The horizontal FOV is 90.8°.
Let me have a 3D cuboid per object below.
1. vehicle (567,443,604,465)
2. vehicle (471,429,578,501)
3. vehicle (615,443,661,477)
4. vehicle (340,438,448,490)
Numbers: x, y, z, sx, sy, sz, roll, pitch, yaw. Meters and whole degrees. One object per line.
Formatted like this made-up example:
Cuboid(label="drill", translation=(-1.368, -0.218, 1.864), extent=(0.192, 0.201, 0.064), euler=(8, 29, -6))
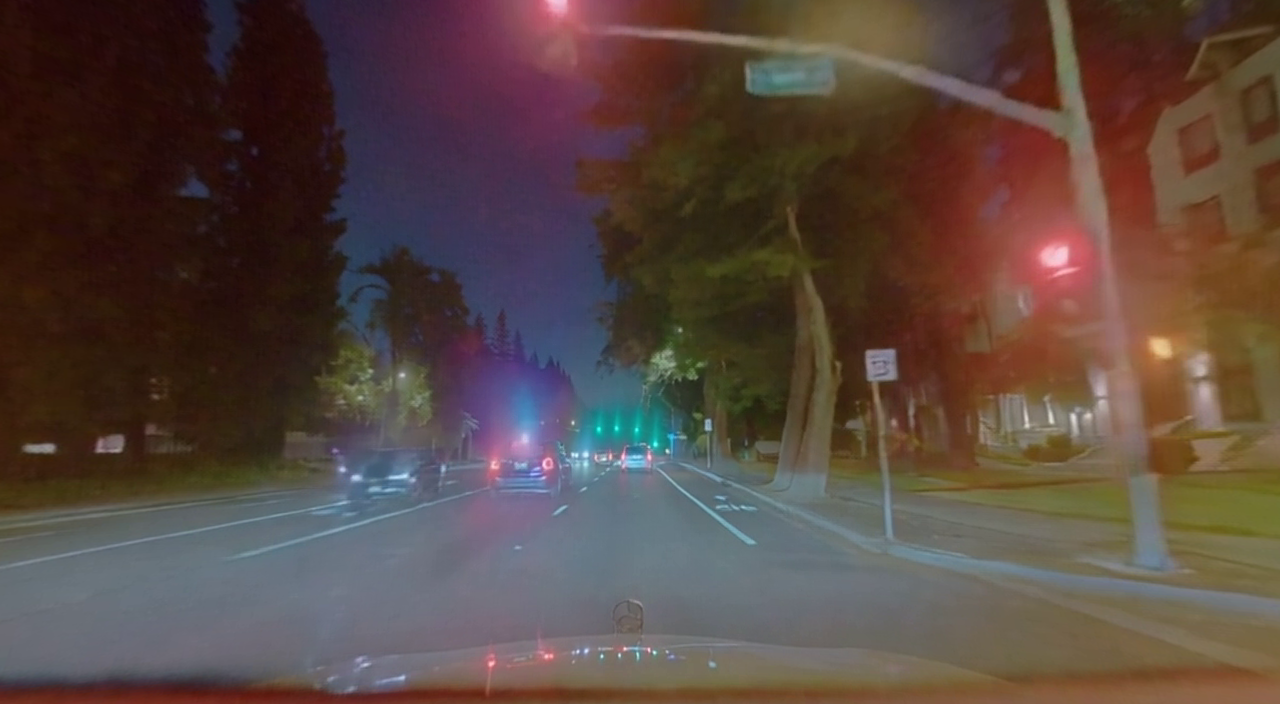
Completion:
Cuboid(label="vehicle", translation=(-3.893, 7.356, 45.671), extent=(2.268, 1.522, 4.350), euler=(0, -8, 0))
Cuboid(label="vehicle", translation=(-3.114, 3.158, 18.065), extent=(2.157, 1.771, 4.452), euler=(0, -8, 1))
Cuboid(label="vehicle", translation=(-0.101, 5.205, 30.750), extent=(2.062, 1.518, 3.901), euler=(0, -8, 0))
Cuboid(label="vehicle", translation=(-9.014, 4.126, 23.653), extent=(2.149, 1.662, 4.600), euler=(-2, -8, 1))
